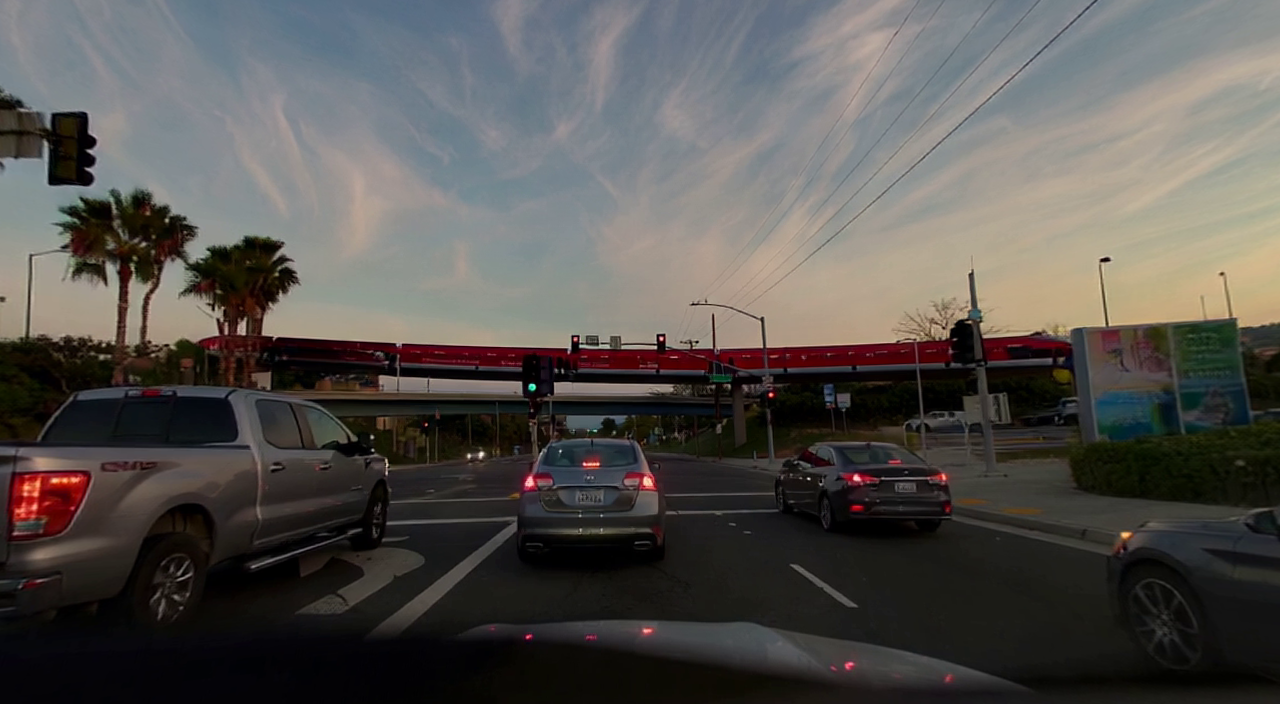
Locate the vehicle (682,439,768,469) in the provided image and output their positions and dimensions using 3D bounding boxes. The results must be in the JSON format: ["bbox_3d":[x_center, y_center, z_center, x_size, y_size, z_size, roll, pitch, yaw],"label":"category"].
[{"bbox_3d":[4.225,5.163,32.090,1.878,1.428,4.416,5,-10,-33],"label":"vehicle"}]

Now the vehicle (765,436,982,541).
[{"bbox_3d":[3.709,2.243,11.095,1.965,1.448,4.486,0,-9,-2],"label":"vehicle"}]

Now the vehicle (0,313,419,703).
[{"bbox_3d":[-3.780,1.124,5.061,2.078,1.838,5.448,0,-9,0],"label":"vehicle"}]

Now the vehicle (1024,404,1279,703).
[{"bbox_3d":[3.873,0.910,2.300,2.052,1.496,4.541,0,-9,-1],"label":"vehicle"}]

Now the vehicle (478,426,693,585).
[{"bbox_3d":[-0.604,1.773,8.142,2.035,1.491,4.090,0,-9,-3],"label":"vehicle"}]
